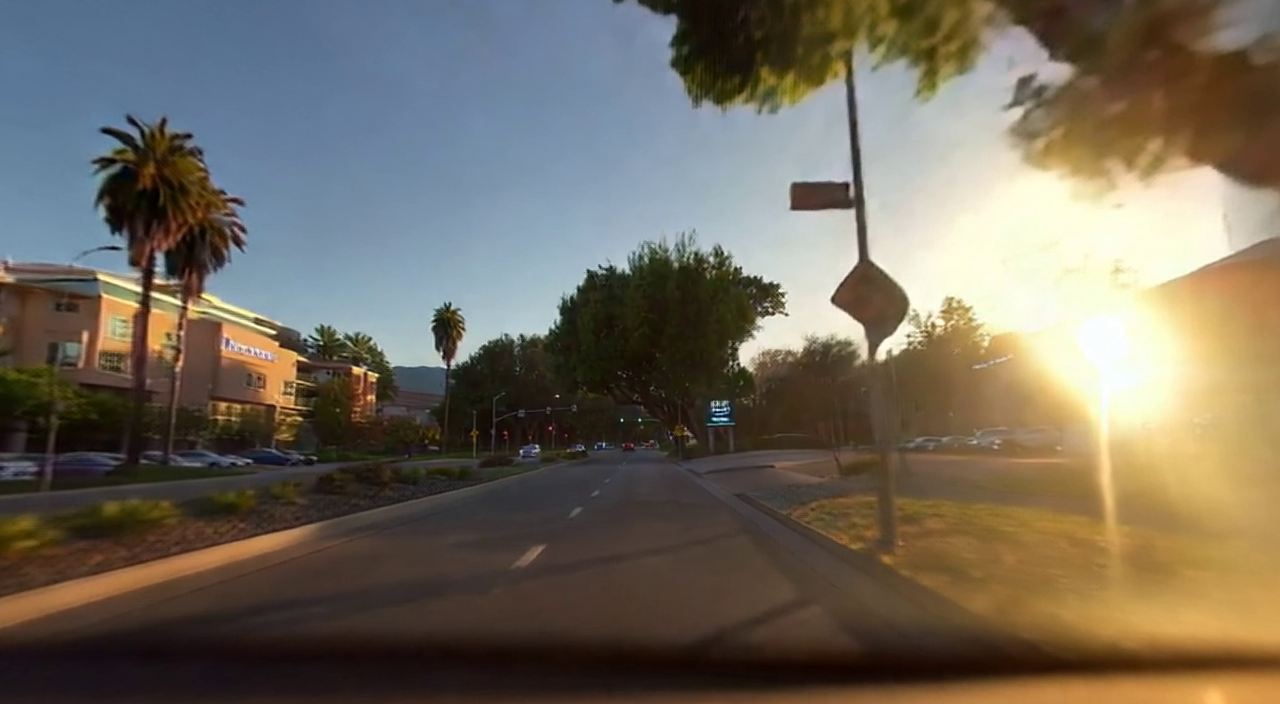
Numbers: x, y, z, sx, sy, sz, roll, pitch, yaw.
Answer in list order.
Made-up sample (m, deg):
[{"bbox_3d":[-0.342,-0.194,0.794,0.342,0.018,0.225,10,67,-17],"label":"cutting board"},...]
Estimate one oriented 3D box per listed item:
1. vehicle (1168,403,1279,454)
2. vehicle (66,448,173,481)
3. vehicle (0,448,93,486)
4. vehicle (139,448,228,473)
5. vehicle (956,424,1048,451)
[{"bbox_3d":[31.524,4.004,32.693,5.779,2.547,2.437,0,-8,-2],"label":"vehicle"},{"bbox_3d":[-29.531,6.372,35.719,4.463,1.497,1.889,-4,-9,0],"label":"vehicle"},{"bbox_3d":[-29.614,5.571,30.286,4.293,1.529,2.347,-4,-9,0],"label":"vehicle"},{"bbox_3d":[-29.852,7.091,41.099,4.310,1.533,1.917,0,-8,2],"label":"vehicle"},{"bbox_3d":[25.194,6.012,43.832,5.117,1.813,2.052,0,-8,0],"label":"vehicle"}]
